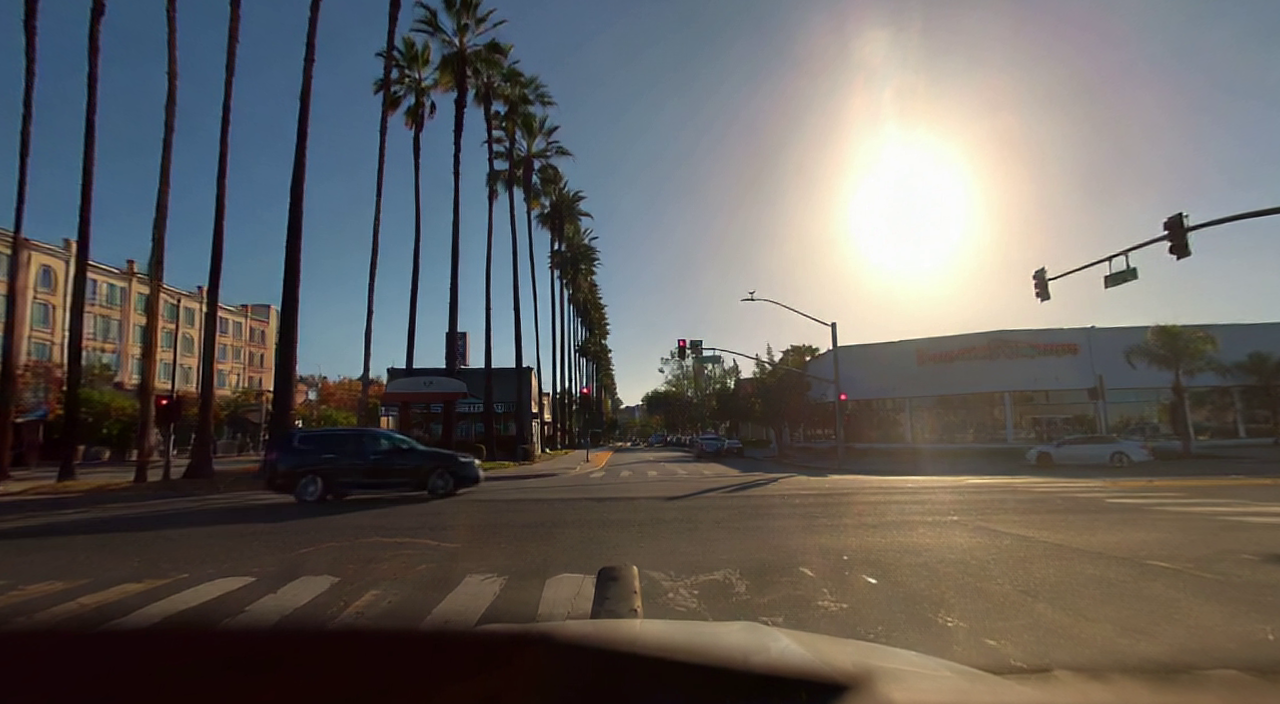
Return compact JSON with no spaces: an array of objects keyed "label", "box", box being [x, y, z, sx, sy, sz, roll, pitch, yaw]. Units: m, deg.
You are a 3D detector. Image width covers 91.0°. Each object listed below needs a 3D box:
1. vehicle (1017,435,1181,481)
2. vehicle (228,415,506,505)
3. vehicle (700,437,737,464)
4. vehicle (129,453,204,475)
[{"label":"vehicle","box":[18.089,4.183,25.089,4.722,1.717,2.000,-2,-9,14]},{"label":"vehicle","box":[-6.307,2.578,15.251,5.619,1.951,2.321,1,-8,-3]},{"label":"vehicle","box":[5.166,6.404,41.161,1.999,1.653,4.603,-2,-9,11]},{"label":"vehicle","box":[-37.241,8.815,49.657,2.160,1.565,4.868,0,-8,-1]}]
